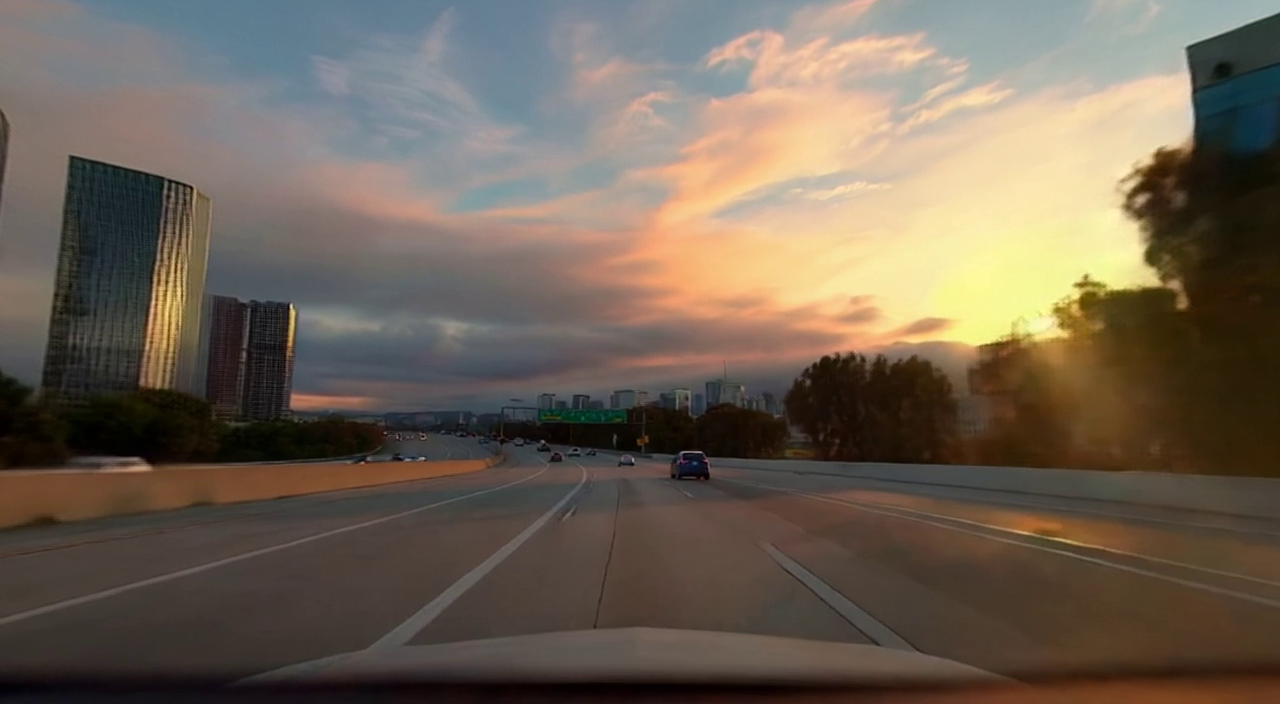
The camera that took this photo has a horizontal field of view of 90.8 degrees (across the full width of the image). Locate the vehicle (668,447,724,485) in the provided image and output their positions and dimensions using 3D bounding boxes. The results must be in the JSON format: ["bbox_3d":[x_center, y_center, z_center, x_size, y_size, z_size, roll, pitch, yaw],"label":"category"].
[{"bbox_3d":[2.773,5.771,32.350,2.110,1.780,4.682,0,-9,-4],"label":"vehicle"}]

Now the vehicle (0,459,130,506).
[{"bbox_3d":[-21.423,4.676,23.029,1.884,1.486,4.579,0,-9,-1],"label":"vehicle"}]
